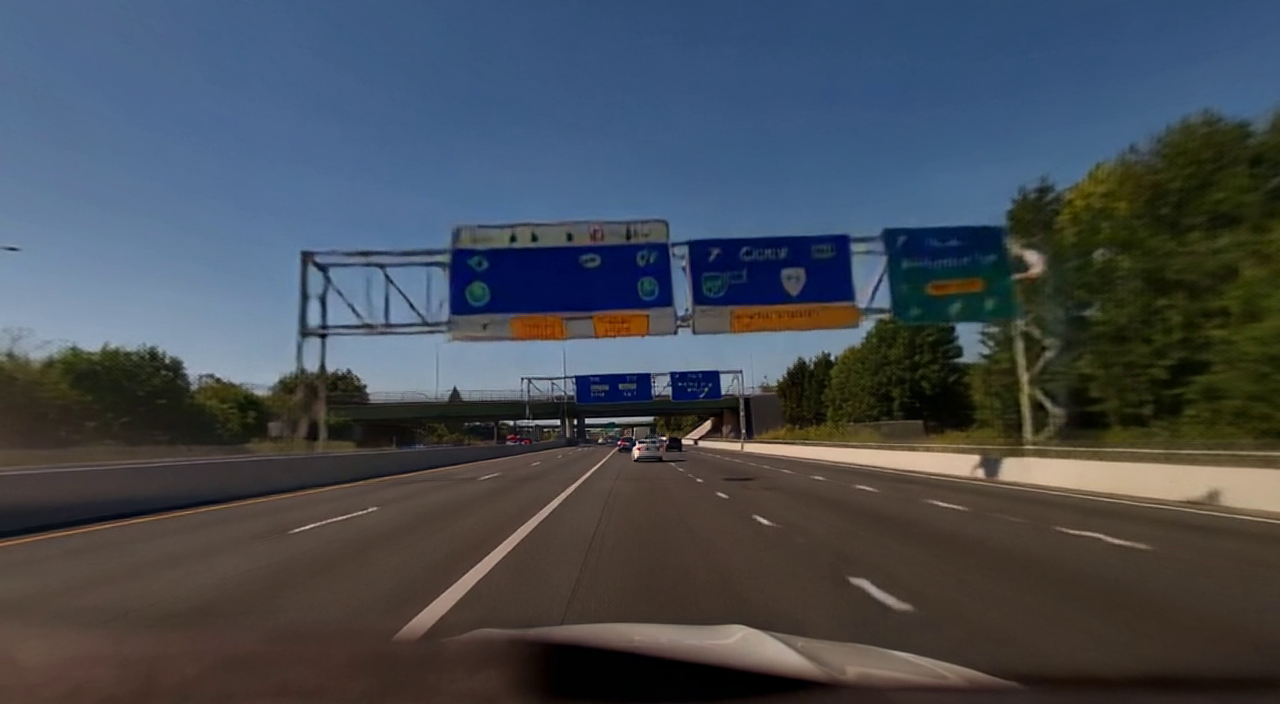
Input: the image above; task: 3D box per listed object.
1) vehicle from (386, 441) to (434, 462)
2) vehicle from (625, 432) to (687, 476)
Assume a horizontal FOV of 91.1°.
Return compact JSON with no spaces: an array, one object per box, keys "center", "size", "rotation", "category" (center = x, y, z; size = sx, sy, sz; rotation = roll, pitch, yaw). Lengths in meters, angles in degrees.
[{"center":[-18.055,7.812,49.498],"size":[1.997,1.480,4.709],"rotation":[0,-8,0],"category":"vehicle"},{"center":[0.506,3.728,23.281],"size":[2.046,1.467,3.844],"rotation":[0,-8,-2],"category":"vehicle"}]
